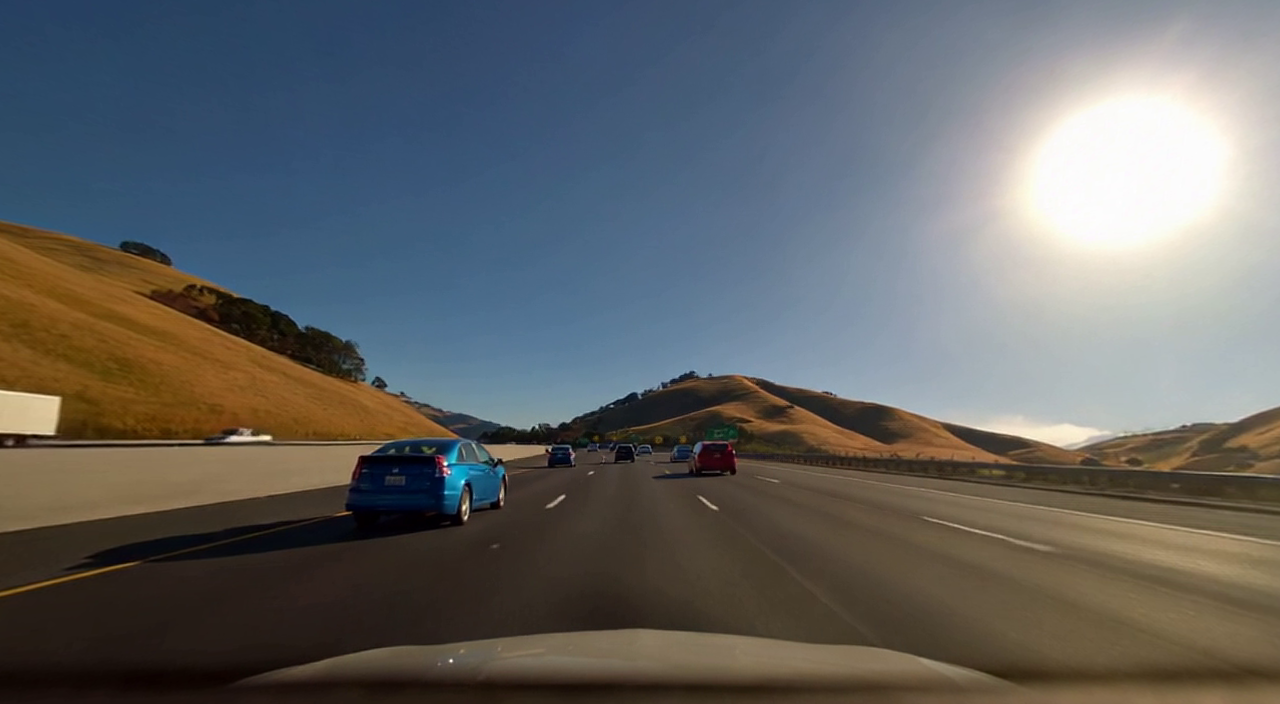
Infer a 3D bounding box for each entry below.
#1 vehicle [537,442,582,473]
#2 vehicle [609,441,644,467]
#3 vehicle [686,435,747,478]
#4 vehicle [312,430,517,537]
[{"bbox_3d":[-4.077,5.403,32.495,1.796,1.464,3.839,0,-9,0],"label":"vehicle"},{"bbox_3d":[-0.823,6.565,40.653,2.147,1.572,4.094,0,-9,0],"label":"vehicle"},{"bbox_3d":[3.502,4.901,29.714,2.222,1.820,4.733,0,-9,0],"label":"vehicle"},{"bbox_3d":[-3.674,2.220,11.261,1.993,1.500,4.248,0,-9,1],"label":"vehicle"}]
